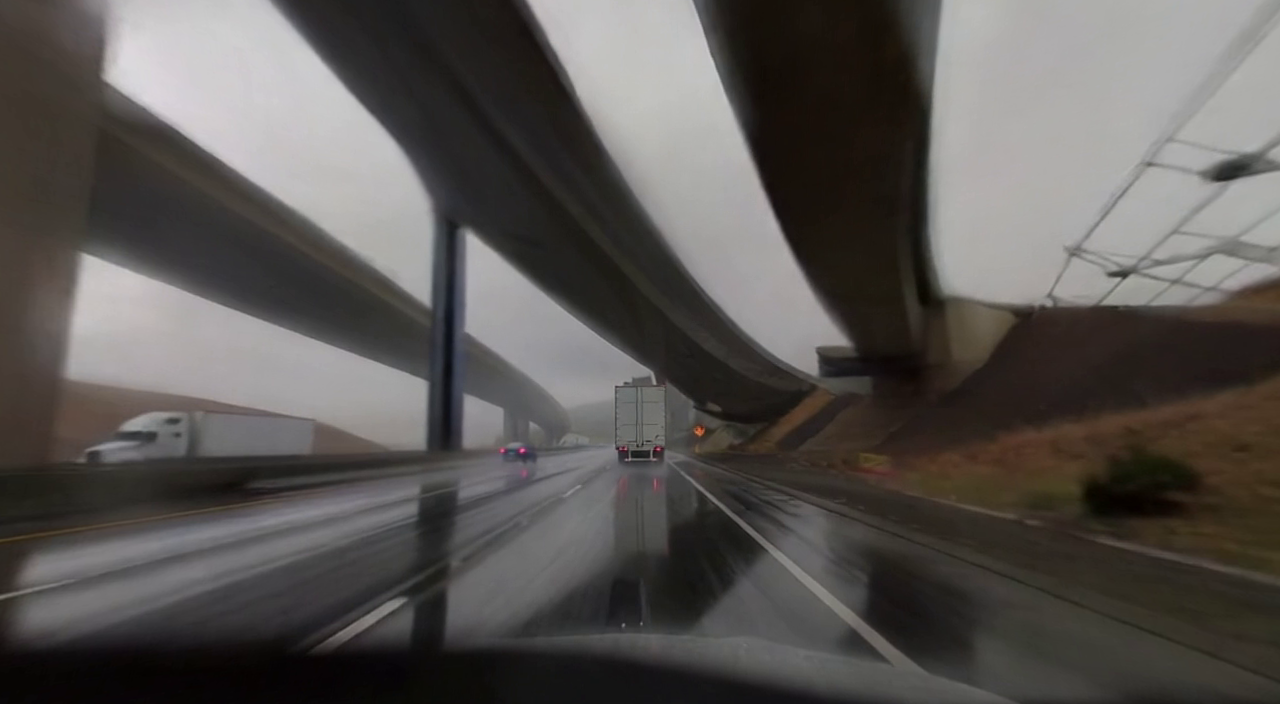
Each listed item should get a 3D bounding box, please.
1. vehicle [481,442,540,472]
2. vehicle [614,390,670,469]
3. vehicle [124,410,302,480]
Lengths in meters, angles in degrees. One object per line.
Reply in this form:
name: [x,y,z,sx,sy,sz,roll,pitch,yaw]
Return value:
vehicle: [-6.860,5.609,33.933,2.078,1.496,4.563,0,-8,1]
vehicle: [0.103,4.816,38.082,2.866,4.014,11.261,0,-8,0]
vehicle: [-25.941,5.834,39.472,2.971,3.747,10.999,-1,-9,3]
